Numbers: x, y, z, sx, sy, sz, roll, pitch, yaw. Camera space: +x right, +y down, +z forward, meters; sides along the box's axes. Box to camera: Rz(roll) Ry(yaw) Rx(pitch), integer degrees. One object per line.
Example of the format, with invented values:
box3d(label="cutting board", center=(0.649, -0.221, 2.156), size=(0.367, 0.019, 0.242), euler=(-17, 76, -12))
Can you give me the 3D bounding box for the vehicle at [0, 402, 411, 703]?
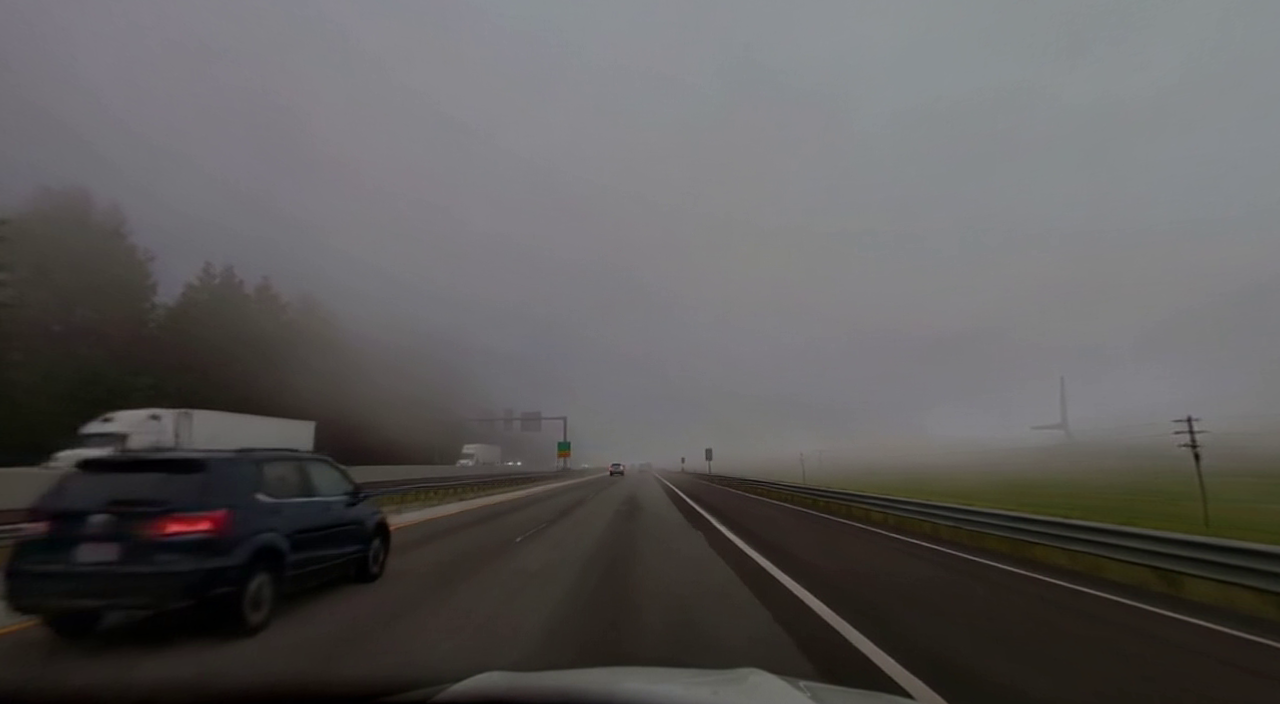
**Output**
box3d(label="vehicle", center=(-3.553, 1.303, 4.430), size=(2.039, 1.505, 4.843), euler=(1, -10, 0))
